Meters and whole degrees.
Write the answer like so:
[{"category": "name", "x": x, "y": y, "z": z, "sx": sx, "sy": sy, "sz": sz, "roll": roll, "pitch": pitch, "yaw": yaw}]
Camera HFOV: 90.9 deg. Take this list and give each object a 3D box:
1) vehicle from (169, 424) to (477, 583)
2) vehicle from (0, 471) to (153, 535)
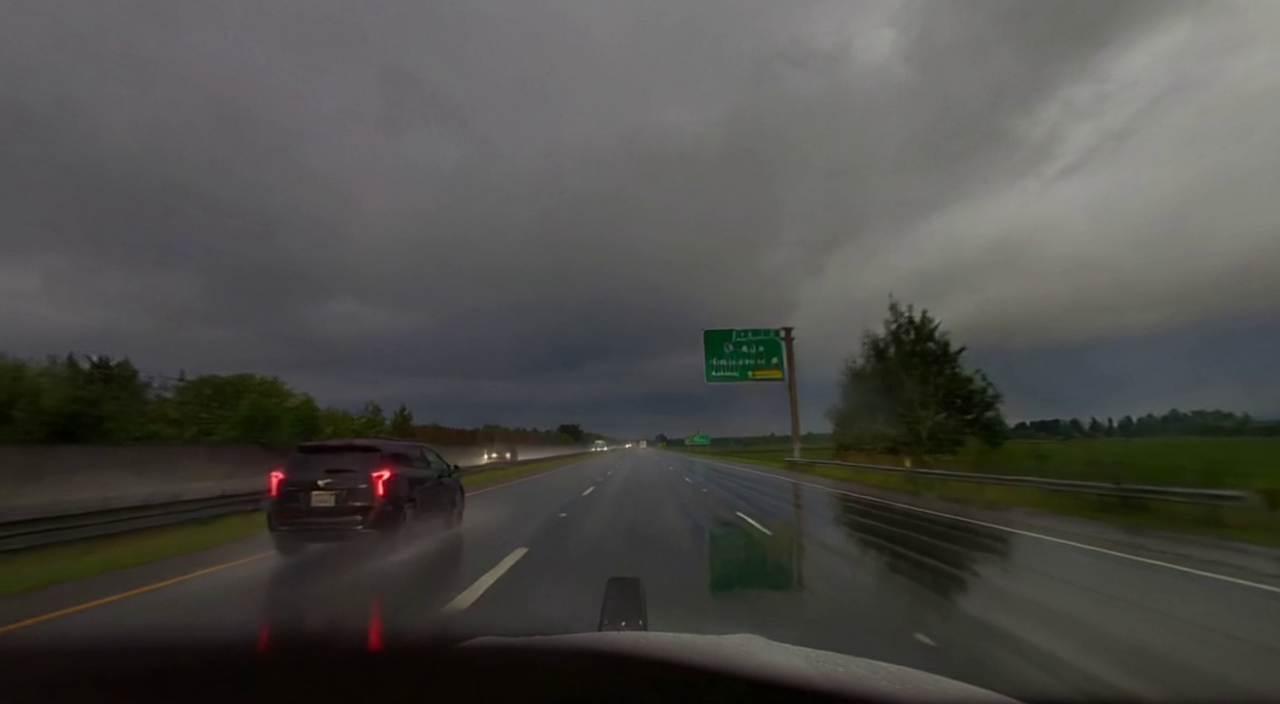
[{"category": "vehicle", "x": -3.555, "y": 1.764, "z": 8.085, "sx": 1.815, "sy": 1.500, "sz": 4.036, "roll": 0, "pitch": -9, "yaw": 0}, {"category": "vehicle", "x": -15.016, "y": 3.633, "z": 15.444, "sx": 2.194, "sy": 1.224, "sz": 4.957, "roll": 0, "pitch": -9, "yaw": 0}]
